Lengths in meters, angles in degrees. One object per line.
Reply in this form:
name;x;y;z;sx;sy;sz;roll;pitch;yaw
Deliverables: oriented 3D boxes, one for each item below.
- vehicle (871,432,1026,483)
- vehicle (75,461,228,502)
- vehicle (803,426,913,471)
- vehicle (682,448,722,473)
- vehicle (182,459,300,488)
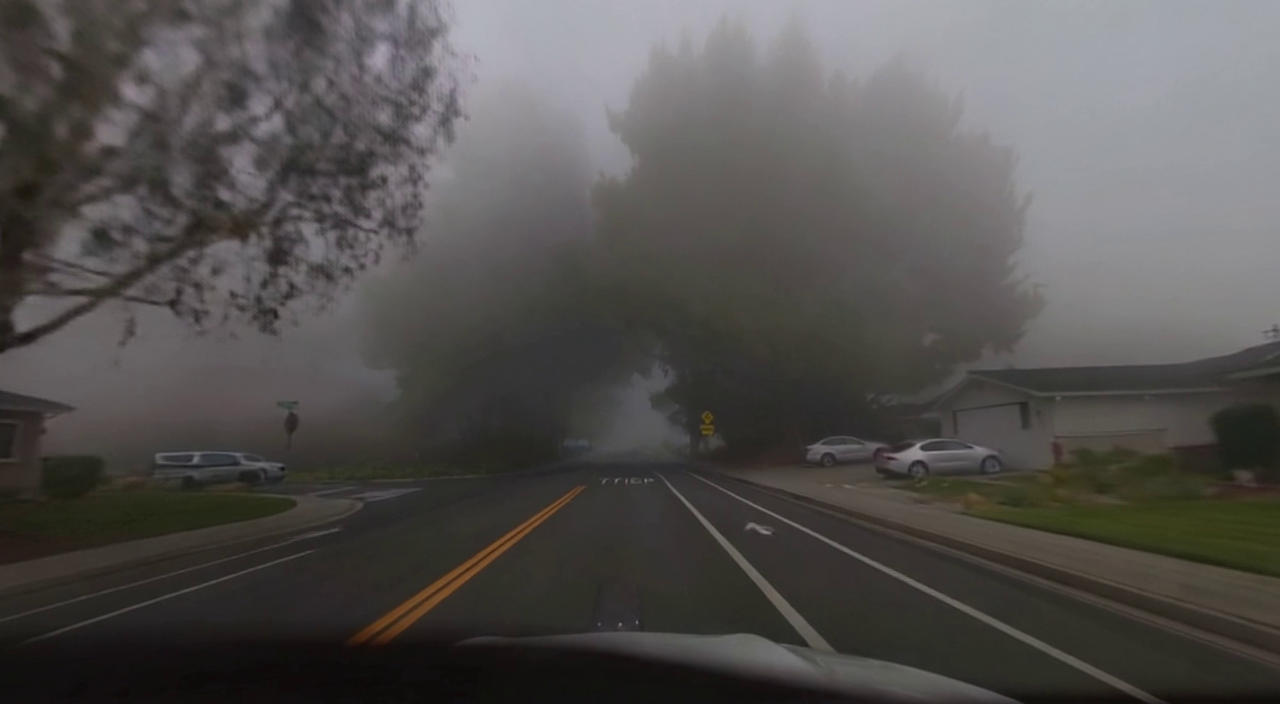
vehicle;10.978;3.783;22.722;4.493;1.493;1.926;-3;-9;-4
vehicle;-18.983;5.025;24.689;4.440;1.445;1.919;-1;-9;3
vehicle;10.810;4.828;31.624;4.459;1.696;2.361;-6;-9;-2
vehicle;3.784;6.673;39.130;1.940;1.470;4.101;0;-9;-1
vehicle;-21.651;6.595;34.447;5.074;1.511;1.978;0;-9;-1
